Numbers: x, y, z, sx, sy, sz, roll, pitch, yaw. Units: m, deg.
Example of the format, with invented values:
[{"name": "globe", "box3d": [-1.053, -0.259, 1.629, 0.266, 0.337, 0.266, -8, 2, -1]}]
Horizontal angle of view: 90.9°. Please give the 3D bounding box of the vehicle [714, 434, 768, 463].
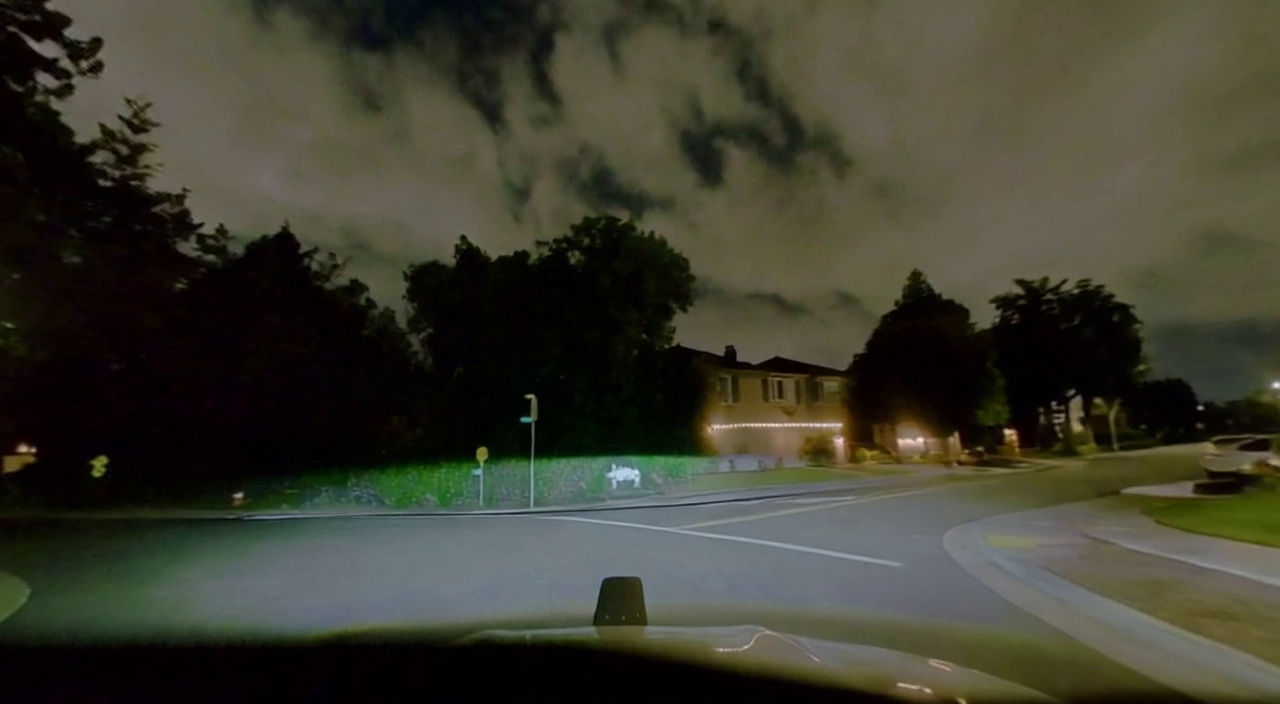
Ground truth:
[{"name": "vehicle", "box3d": [5.630, 5.421, 35.407, 1.802, 1.548, 3.501, 3, -9, -12]}]
